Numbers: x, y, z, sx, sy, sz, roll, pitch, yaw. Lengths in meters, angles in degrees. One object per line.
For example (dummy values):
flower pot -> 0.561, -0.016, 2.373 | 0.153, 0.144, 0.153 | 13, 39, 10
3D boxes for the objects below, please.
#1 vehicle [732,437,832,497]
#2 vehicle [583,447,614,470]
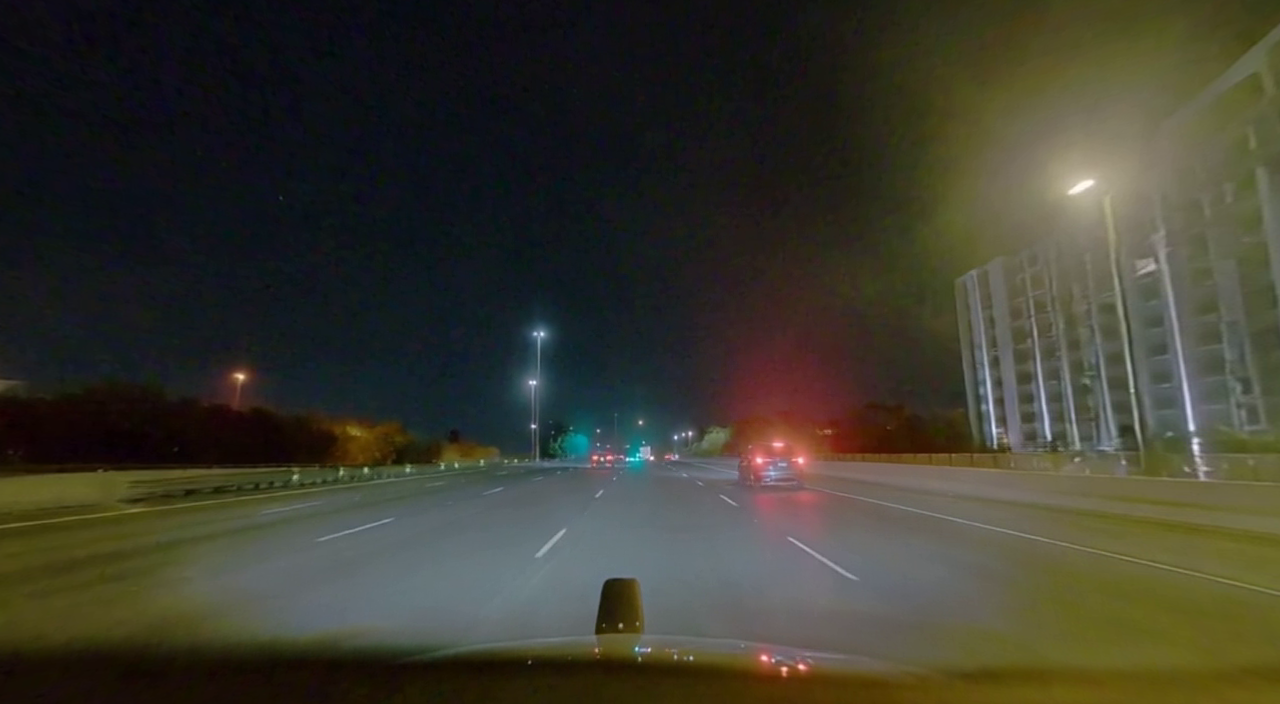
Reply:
vehicle -> 4.535, 3.744, 20.938 | 2.170, 1.733, 4.631 | 0, -9, -1
vehicle -> -3.166, 8.240, 49.000 | 2.075, 1.721, 4.763 | 0, -9, 1
